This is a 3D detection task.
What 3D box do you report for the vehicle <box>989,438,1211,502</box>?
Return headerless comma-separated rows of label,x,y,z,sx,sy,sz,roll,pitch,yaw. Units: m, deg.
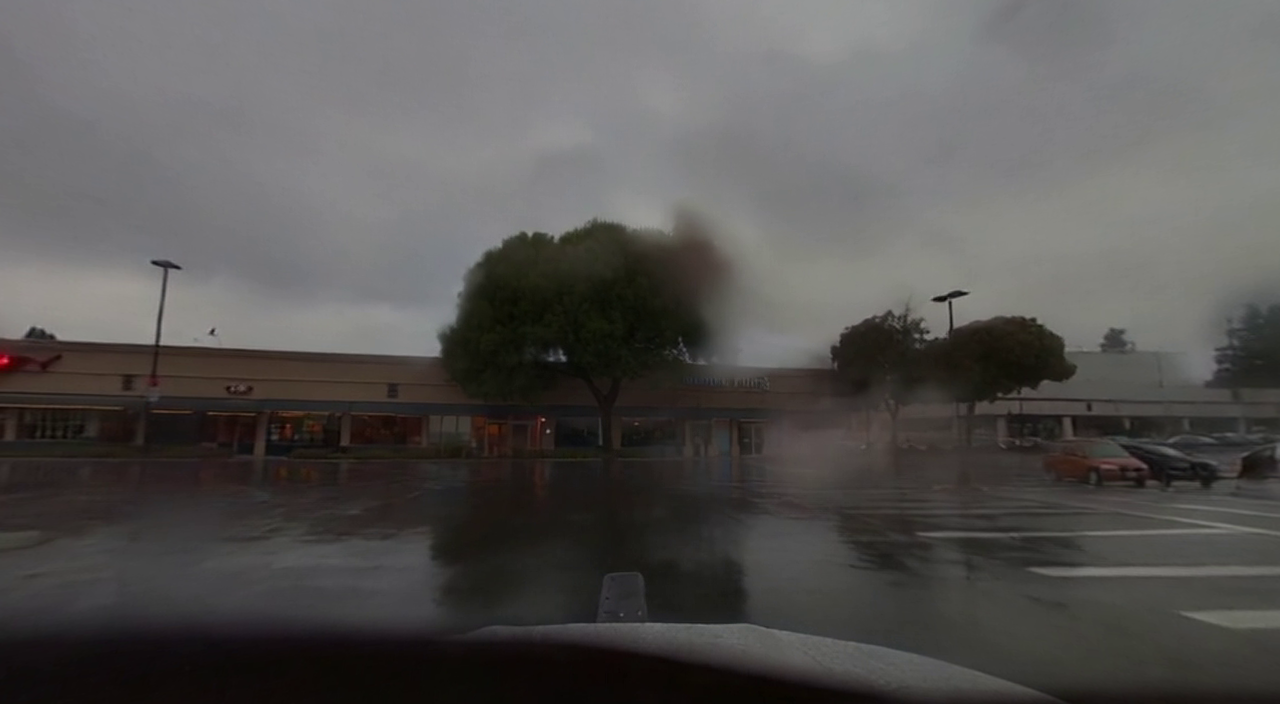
vehicle,12.352,3.155,17.521,2.140,1.507,4.856,1,-8,-7
